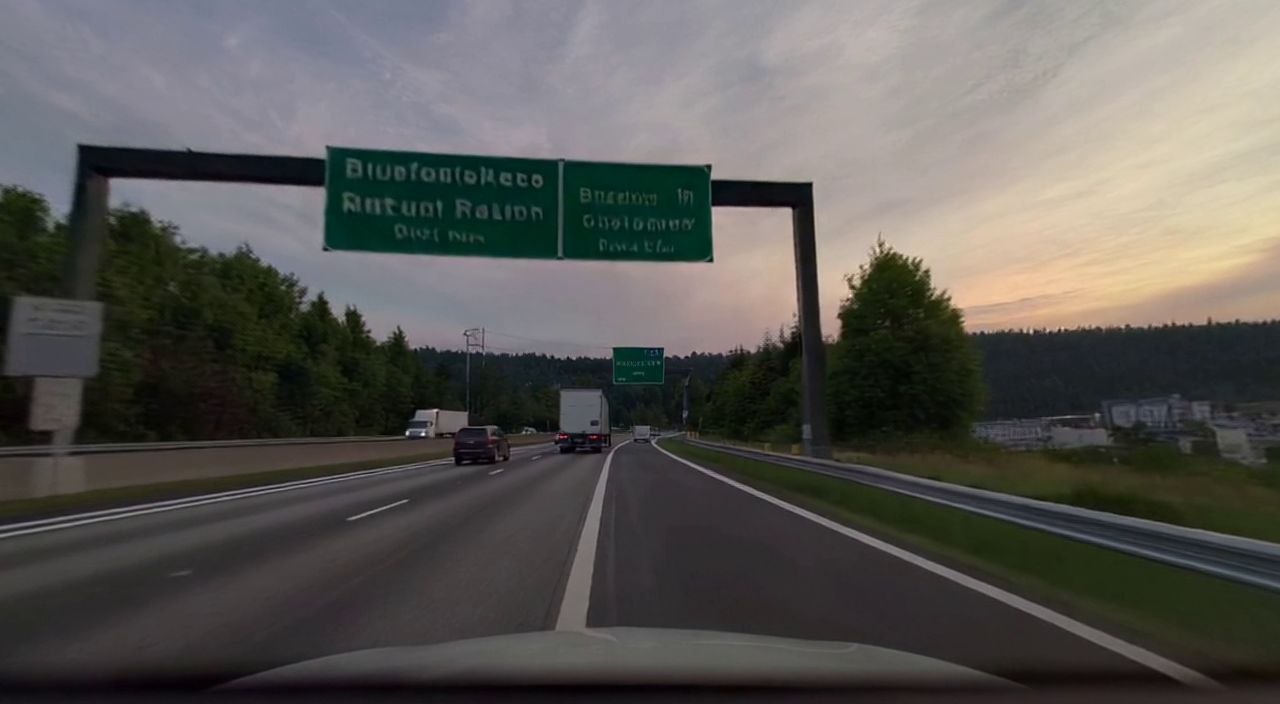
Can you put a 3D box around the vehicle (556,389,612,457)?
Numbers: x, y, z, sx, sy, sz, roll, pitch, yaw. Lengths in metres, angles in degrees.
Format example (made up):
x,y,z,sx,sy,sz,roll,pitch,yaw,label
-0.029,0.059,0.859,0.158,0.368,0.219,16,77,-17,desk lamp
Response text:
x,y,z,sx,sy,sz,roll,pitch,yaw,label
-3.272,4.481,39.059,2.855,3.741,8.587,0,-7,-2,vehicle

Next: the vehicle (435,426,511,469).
x,y,z,sx,sy,sz,roll,pitch,yaw,label
-6.826,3.932,26.193,2.068,1.647,4.321,0,-8,-2,vehicle
